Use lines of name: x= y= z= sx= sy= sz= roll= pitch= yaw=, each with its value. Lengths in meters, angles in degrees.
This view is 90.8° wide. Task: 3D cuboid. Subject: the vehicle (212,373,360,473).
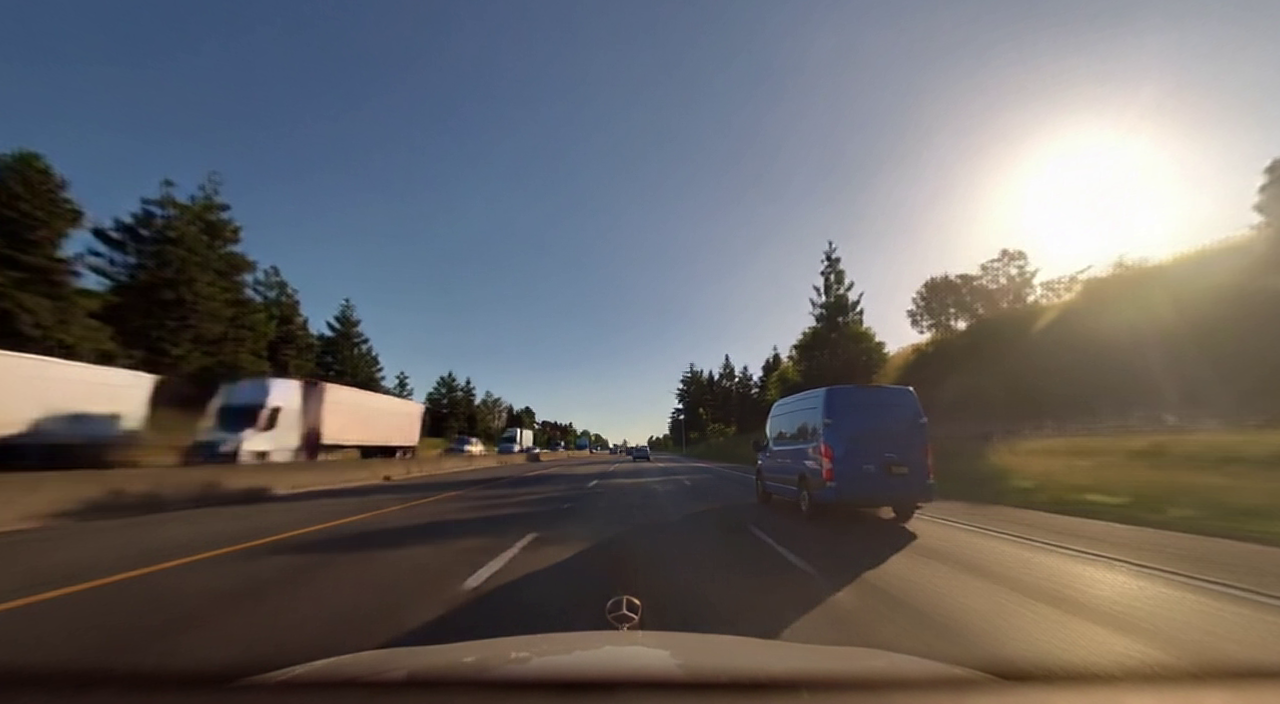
vehicle: x=-15.267 y=3.235 z=27.852 sx=2.929 sy=3.922 sz=5.878 roll=0 pitch=-9 yaw=0

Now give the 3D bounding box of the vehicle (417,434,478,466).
vehicle: x=-11.362 y=5.817 z=37.574 sx=2.077 sy=1.737 sz=4.995 roll=0 pitch=-9 yaw=0

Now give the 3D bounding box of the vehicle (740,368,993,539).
vehicle: x=3.886 y=2.008 z=12.750 sx=2.552 sy=2.524 sz=6.630 roll=0 pitch=-9 yaw=-1

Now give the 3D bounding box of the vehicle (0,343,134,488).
vehicle: x=-19.534 y=1.435 z=15.423 sx=2.848 sy=4.058 sz=13.834 roll=0 pitch=-9 yaw=0
